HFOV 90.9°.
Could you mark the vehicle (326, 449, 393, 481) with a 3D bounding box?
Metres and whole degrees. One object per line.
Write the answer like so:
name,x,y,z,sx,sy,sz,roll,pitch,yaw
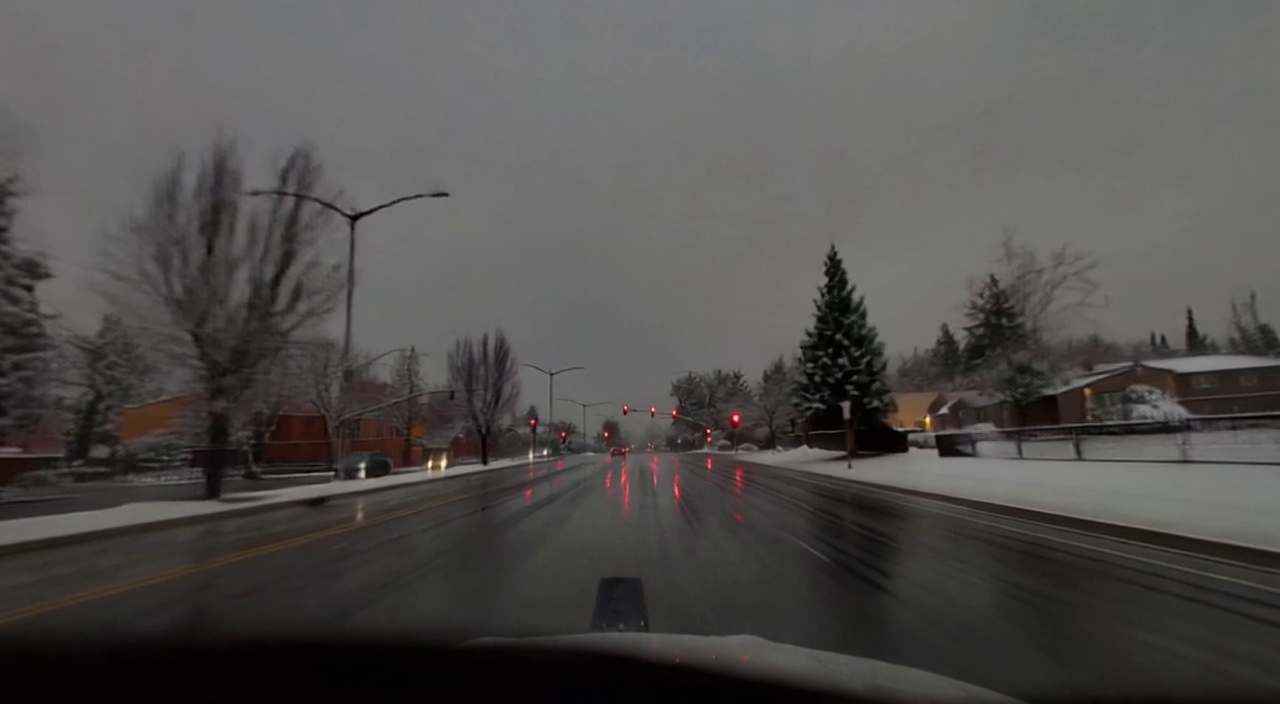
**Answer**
vehicle,-16.487,6.638,37.278,1.935,1.686,4.202,-1,-9,1
